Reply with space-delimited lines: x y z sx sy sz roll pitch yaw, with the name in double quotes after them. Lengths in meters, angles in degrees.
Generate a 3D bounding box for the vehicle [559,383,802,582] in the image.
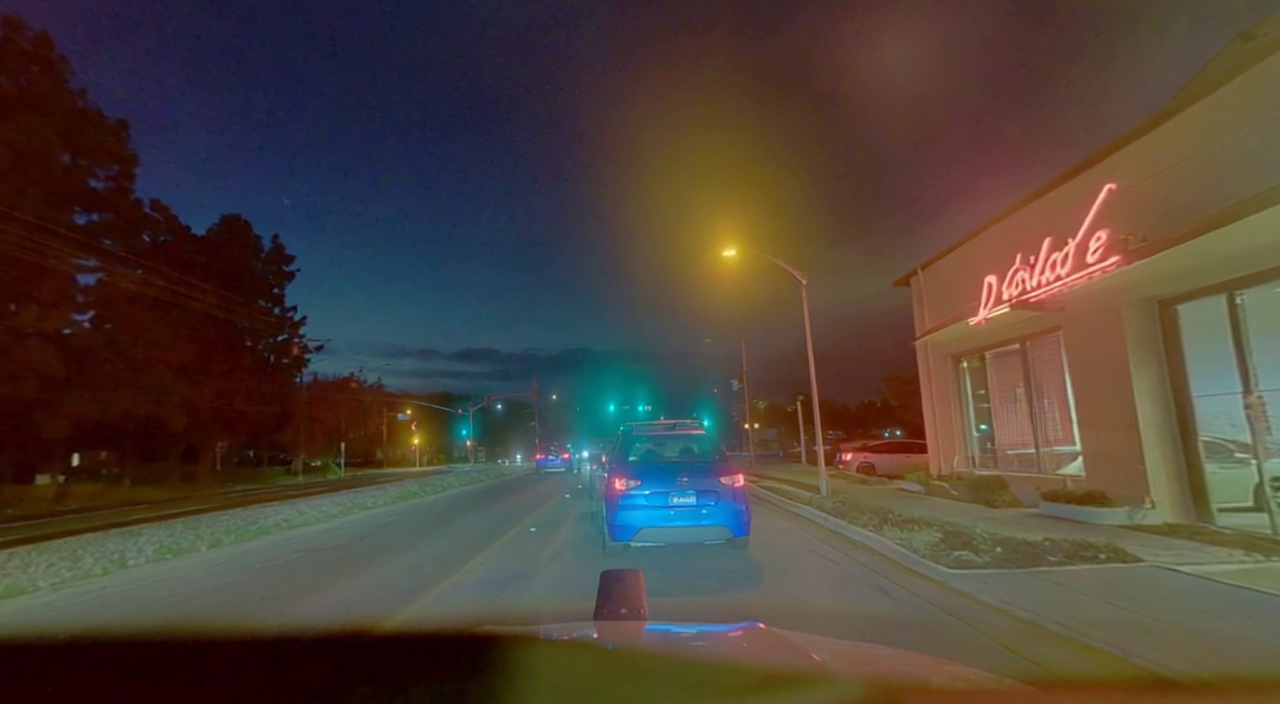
0.168 1.649 8.740 2.052 1.955 4.642 2 -9 -13 "vehicle"

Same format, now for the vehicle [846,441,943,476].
12.104 5.068 29.997 3.811 1.557 1.800 1 -9 -10 "vehicle"

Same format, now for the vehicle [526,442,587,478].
-3.607 4.761 27.967 2.026 1.466 4.282 0 -8 2 "vehicle"
